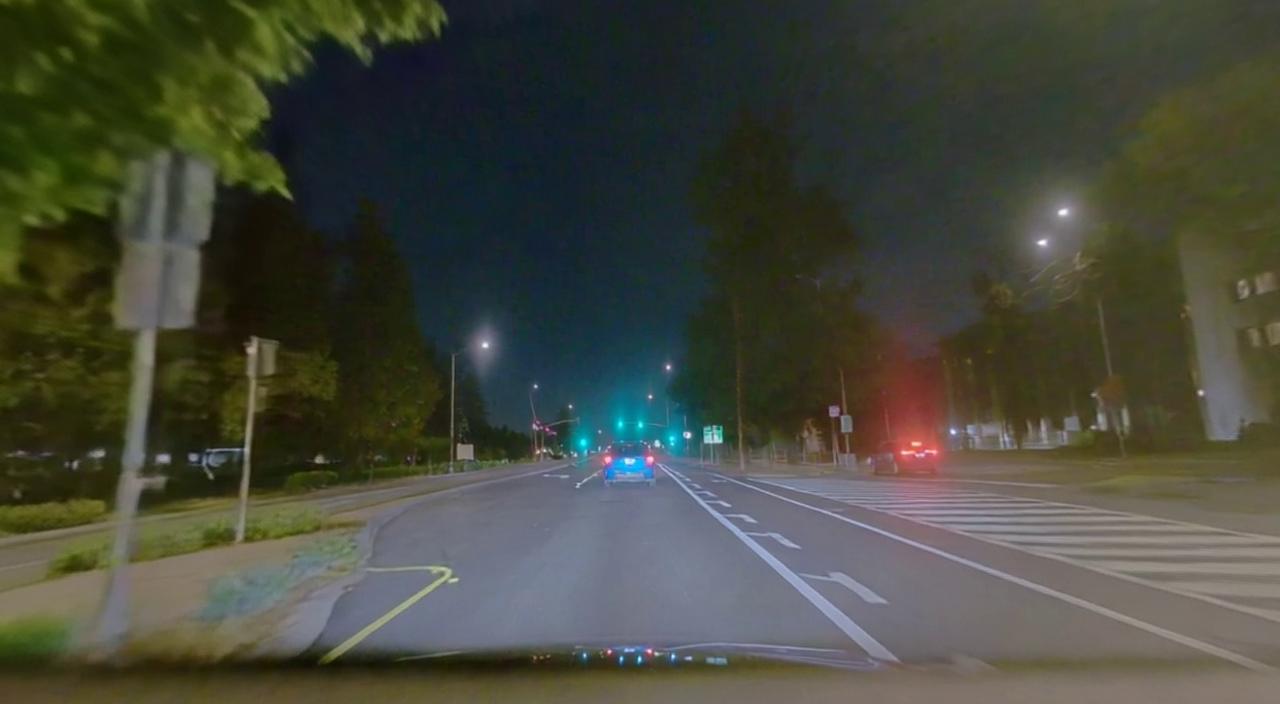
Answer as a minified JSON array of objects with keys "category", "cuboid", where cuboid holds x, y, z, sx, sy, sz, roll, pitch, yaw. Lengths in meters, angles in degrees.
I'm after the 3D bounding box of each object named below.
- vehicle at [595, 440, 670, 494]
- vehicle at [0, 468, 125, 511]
[{"category":"vehicle","cuboid":[-0.229,3.727,20.840,2.221,1.570,4.398,0,-9,0]},{"category":"vehicle","cuboid":[-23.015,5.339,24.638,4.086,1.478,1.844,0,-8,-4]}]
